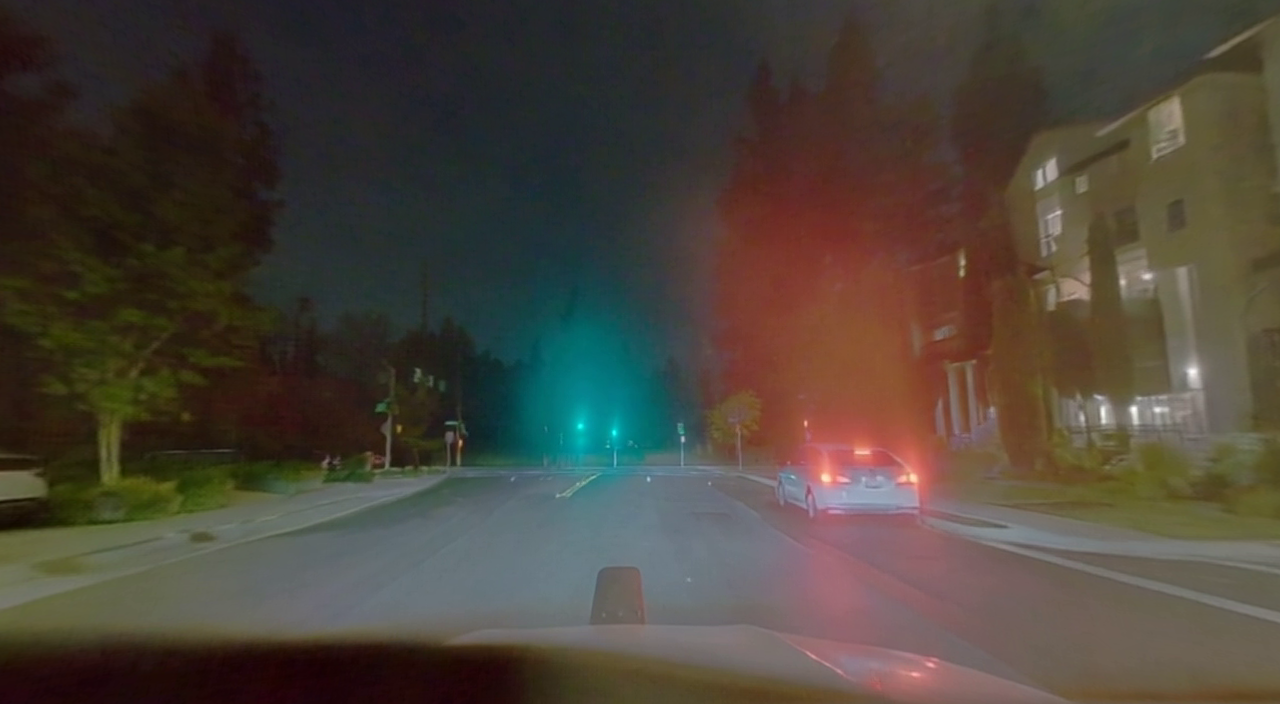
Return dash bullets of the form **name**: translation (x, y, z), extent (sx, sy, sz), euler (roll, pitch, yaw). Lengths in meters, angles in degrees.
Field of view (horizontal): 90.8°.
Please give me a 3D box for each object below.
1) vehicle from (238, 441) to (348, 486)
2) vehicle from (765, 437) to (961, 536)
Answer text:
- **vehicle**: translation (-13.743, 4.415, 25.393), extent (2.003, 1.637, 4.297), euler (0, -9, -1)
- **vehicle**: translation (3.852, 2.397, 12.016), extent (2.065, 1.478, 4.828), euler (0, -9, 1)
